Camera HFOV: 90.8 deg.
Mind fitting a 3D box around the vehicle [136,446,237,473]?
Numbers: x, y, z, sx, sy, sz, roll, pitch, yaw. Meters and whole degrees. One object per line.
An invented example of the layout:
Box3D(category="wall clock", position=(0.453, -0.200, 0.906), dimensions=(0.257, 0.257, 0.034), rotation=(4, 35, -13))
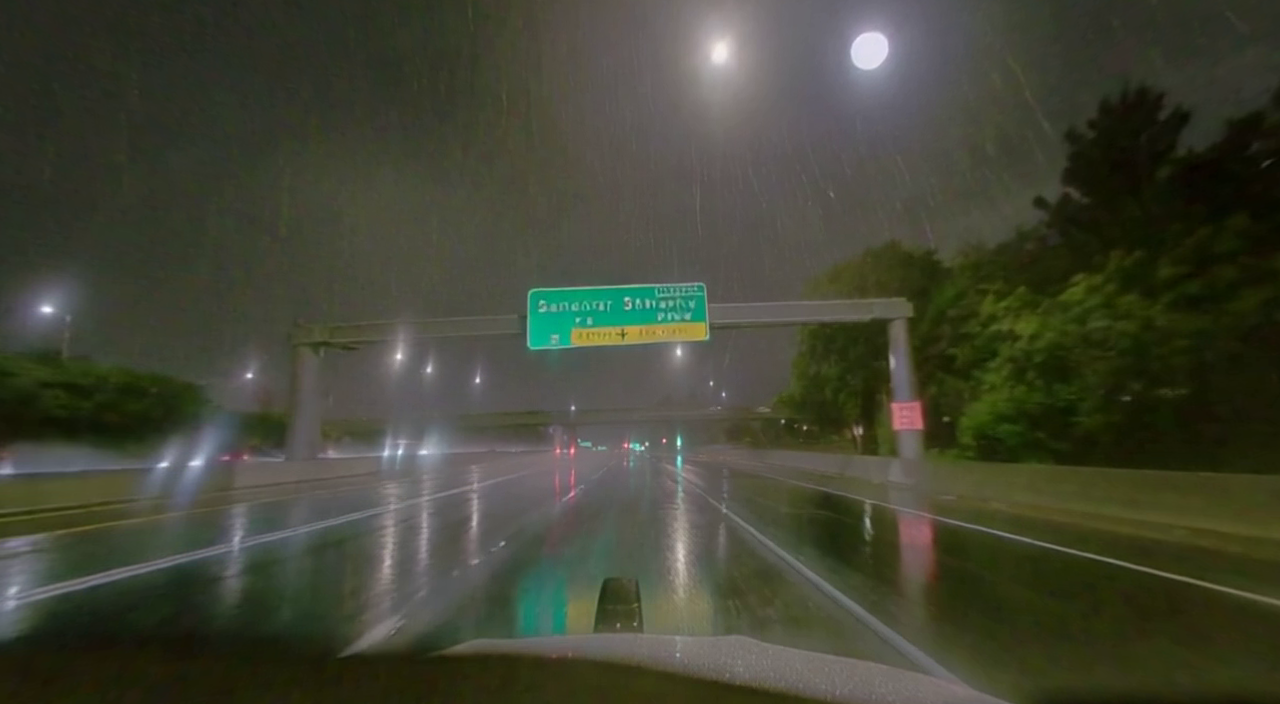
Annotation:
Box3D(category="vehicle", position=(-25.716, 6.092, 36.080), dimensions=(2.073, 1.396, 4.944), rotation=(0, -8, 0))
